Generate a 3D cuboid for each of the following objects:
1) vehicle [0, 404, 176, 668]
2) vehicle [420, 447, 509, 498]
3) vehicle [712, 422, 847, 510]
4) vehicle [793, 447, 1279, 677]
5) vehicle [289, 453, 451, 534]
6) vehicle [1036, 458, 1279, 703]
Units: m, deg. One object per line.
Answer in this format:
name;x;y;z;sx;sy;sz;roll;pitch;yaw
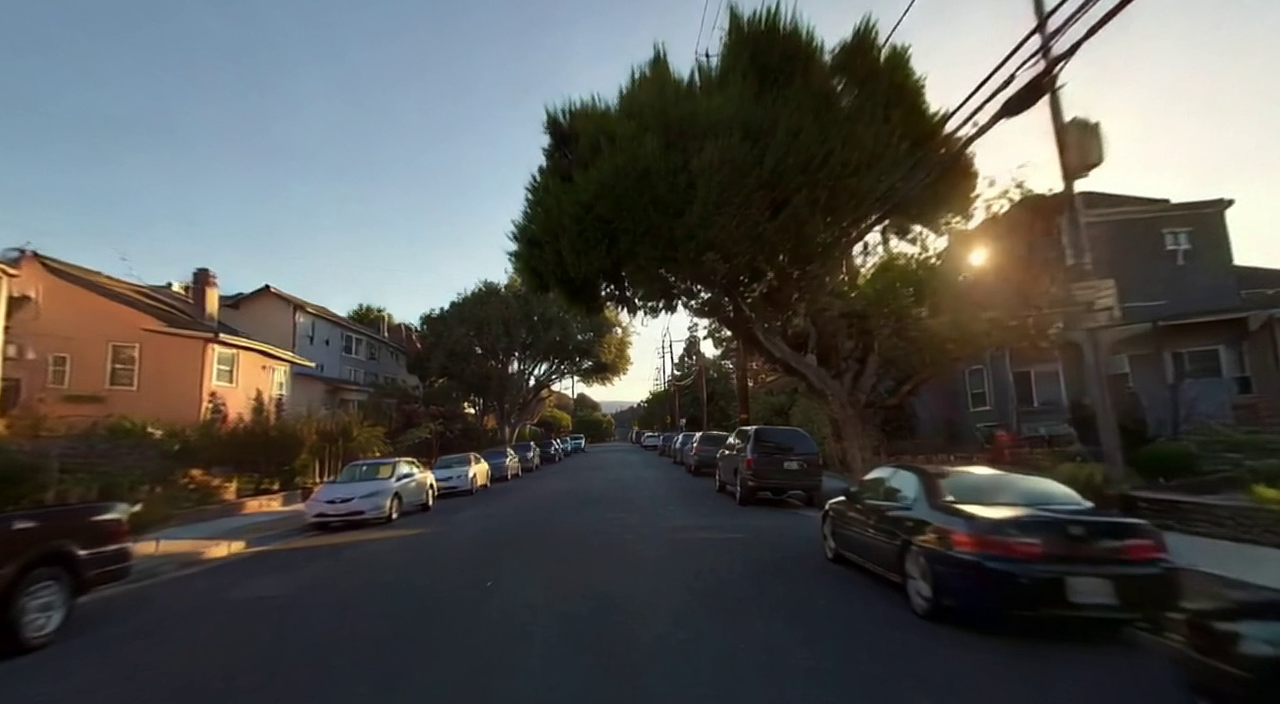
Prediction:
vehicle;-5.893;1.372;4.113;2.096;1.966;4.944;-4;-7;-1
vehicle;-6.390;4.440;23.584;1.924;1.525;4.688;-5;-9;0
vehicle;3.290;2.845;16.214;2.107;1.866;5.199;0;-9;-2
vehicle;3.200;1.695;6.440;2.021;1.417;4.716;0;-8;-1
vehicle;-6.394;3.346;15.747;2.002;1.585;5.080;0;-8;-2
vehicle;3.295;0.847;0.960;2.126;1.448;4.853;0;-11;-2
